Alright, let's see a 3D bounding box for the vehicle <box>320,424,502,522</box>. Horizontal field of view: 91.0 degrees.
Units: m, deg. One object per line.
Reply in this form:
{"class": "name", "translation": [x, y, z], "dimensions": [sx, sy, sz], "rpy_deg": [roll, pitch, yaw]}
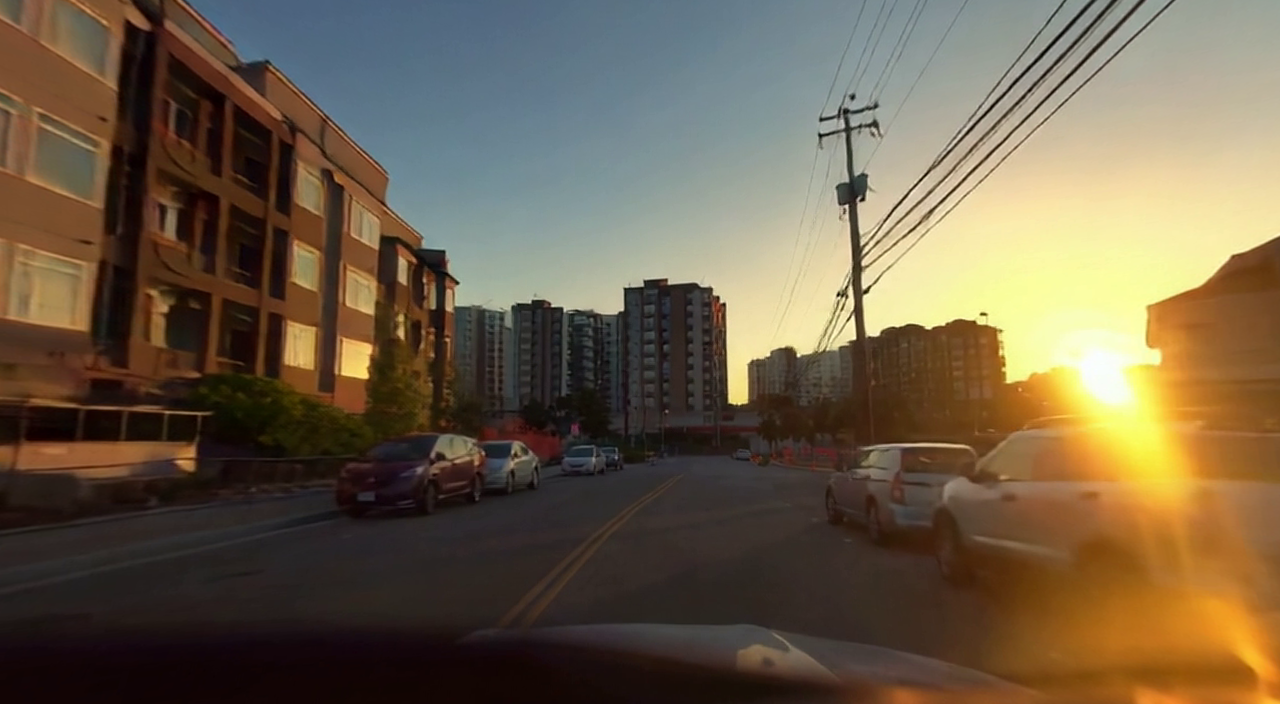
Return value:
{"class": "vehicle", "translation": [-4.997, 2.707, 14.660], "dimensions": [1.953, 1.871, 4.712], "rpy_deg": [-1, -9, 8]}

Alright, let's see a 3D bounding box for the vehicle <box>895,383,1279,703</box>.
{"class": "vehicle", "translation": [4.164, 1.461, 5.878], "dimensions": [1.918, 1.848, 4.946], "rpy_deg": [-1, -9, 6]}

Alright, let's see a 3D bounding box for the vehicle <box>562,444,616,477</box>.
{"class": "vehicle", "translation": [-2.688, 5.910, 34.483], "dimensions": [1.998, 1.633, 4.673], "rpy_deg": [-1, -9, 7]}

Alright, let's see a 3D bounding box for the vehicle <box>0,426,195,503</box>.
{"class": "vehicle", "translation": [-14.003, 2.785, 15.927], "dimensions": [1.948, 1.660, 4.316], "rpy_deg": [-1, -9, 8]}
